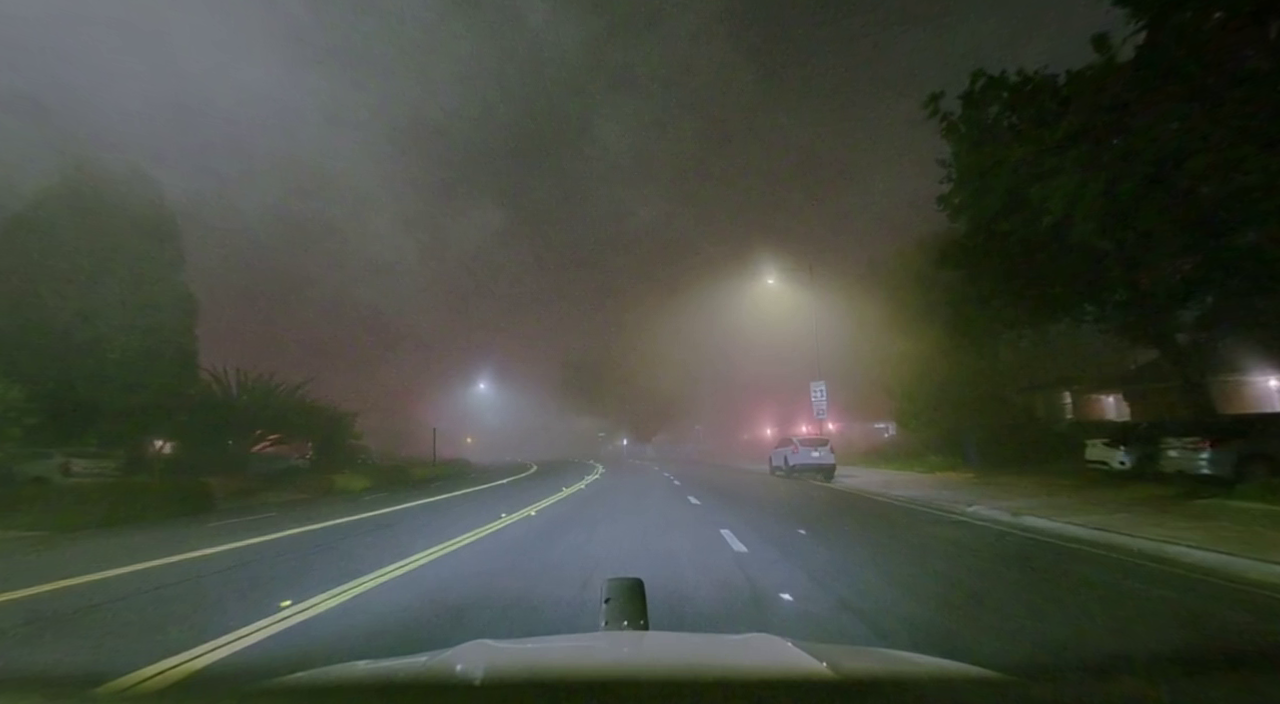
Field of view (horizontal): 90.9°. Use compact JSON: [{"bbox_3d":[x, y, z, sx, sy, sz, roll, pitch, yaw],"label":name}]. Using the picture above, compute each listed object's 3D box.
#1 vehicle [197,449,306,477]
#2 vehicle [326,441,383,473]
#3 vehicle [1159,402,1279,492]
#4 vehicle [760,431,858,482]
[{"bbox_3d":[-21.306,6.108,34.678,4.654,1.442,2.155,-1,-8,7],"label":"vehicle"},{"bbox_3d":[-18.763,6.910,41.683,2.077,1.948,4.705,1,-9,-8],"label":"vehicle"},{"bbox_3d":[14.282,1.871,13.323,4.543,1.691,2.028,-5,-9,4],"label":"vehicle"},{"bbox_3d":[6.751,4.226,25.838,2.315,1.869,4.678,1,-9,-6],"label":"vehicle"}]
